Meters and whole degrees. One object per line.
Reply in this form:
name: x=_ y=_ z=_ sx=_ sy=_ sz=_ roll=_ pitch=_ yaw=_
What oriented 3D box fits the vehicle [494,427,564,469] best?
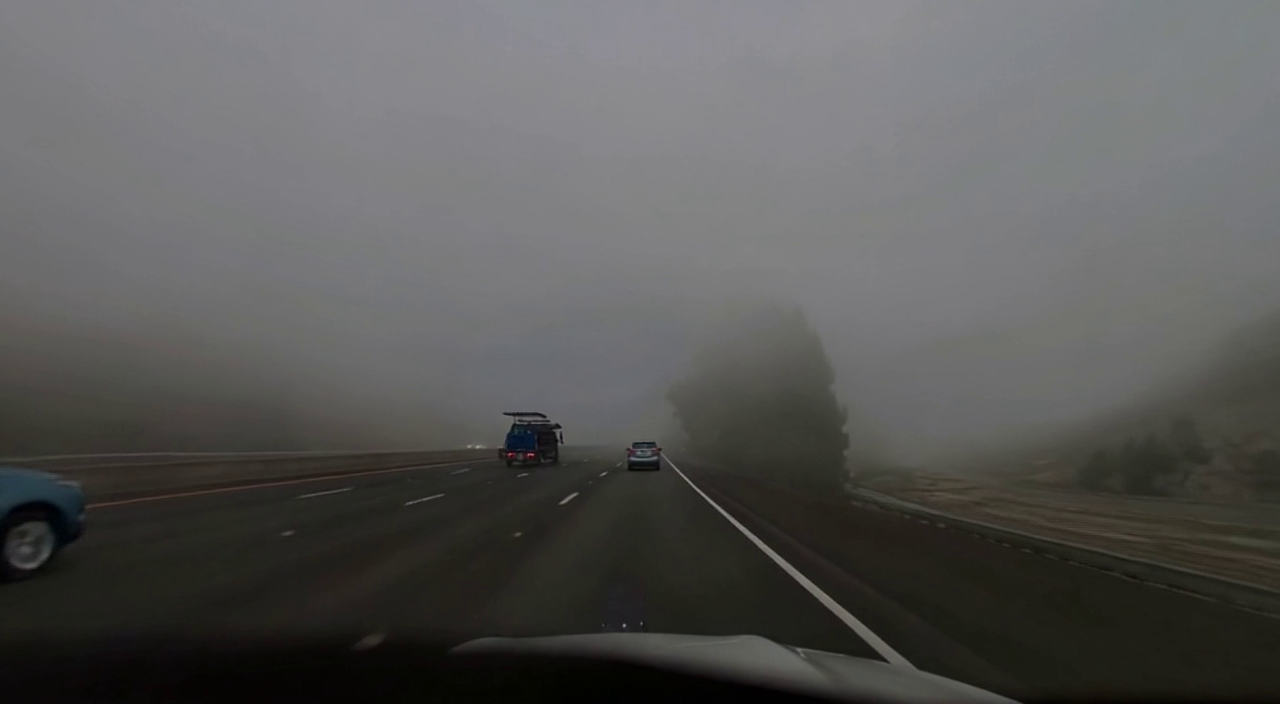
vehicle: x=-6.500 y=5.779 z=38.102 sx=2.827 sy=2.236 sz=7.057 roll=0 pitch=-8 yaw=1

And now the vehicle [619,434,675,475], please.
vehicle: x=0.313 y=4.630 z=28.697 sx=2.336 sy=1.722 sz=4.212 roll=0 pitch=-8 yaw=1
